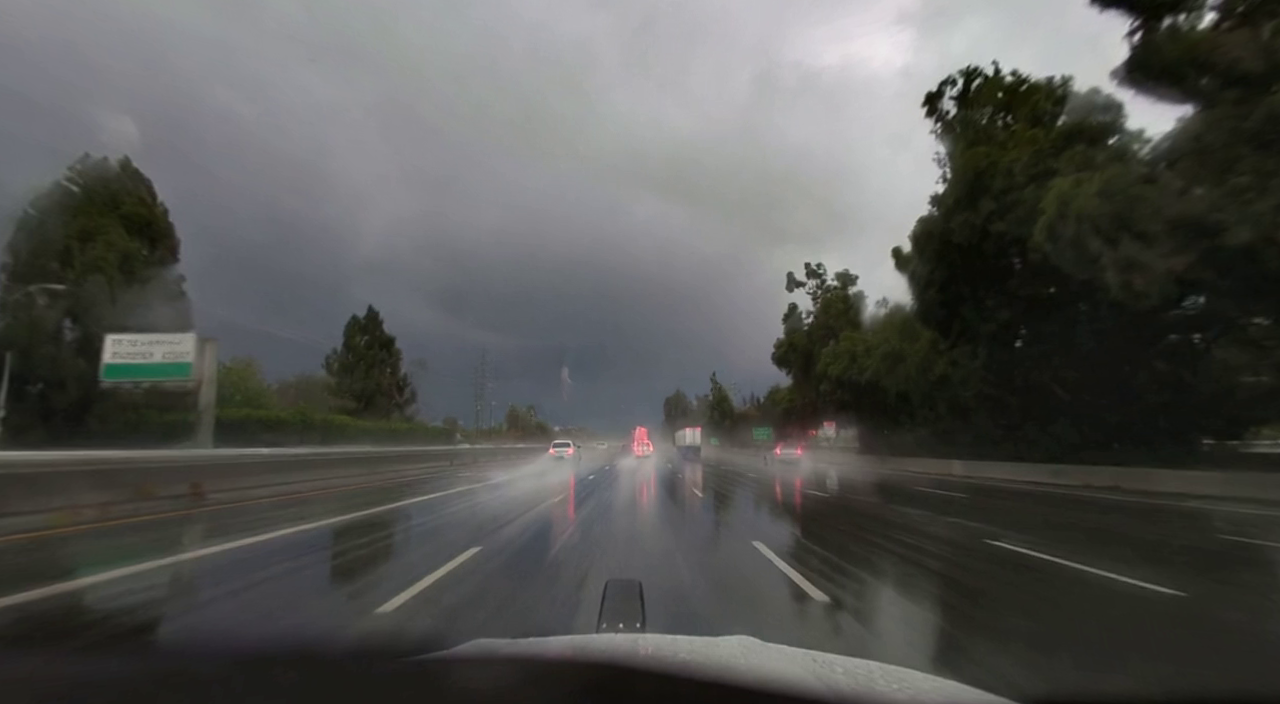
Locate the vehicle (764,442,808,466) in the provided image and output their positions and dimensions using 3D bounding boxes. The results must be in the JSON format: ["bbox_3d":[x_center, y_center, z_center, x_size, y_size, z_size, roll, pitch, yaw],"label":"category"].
[{"bbox_3d":[11.086,7.779,48.098,2.214,1.761,4.663,0,-9,0],"label":"vehicle"}]

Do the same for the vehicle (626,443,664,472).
[{"bbox_3d":[0.312,6.063,36.322,2.066,1.562,4.198,0,-9,1],"label":"vehicle"}]

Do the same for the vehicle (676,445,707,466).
[{"bbox_3d":[3.923,7.944,48.444,2.076,1.506,4.050,0,-9,1],"label":"vehicle"}]
